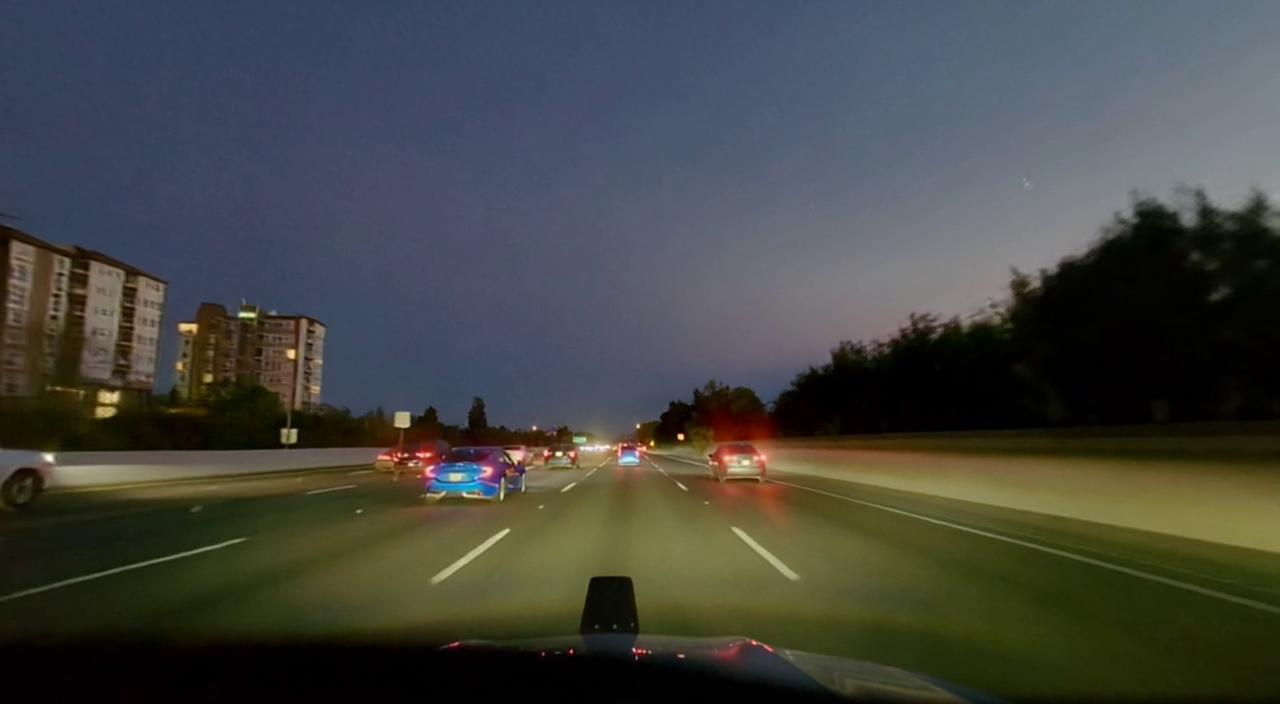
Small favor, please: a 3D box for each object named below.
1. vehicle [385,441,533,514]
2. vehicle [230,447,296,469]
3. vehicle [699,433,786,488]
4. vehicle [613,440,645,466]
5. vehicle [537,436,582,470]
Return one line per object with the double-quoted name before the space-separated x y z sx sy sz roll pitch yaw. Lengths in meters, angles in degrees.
"vehicle" -3.958 2.810 14.732 2.124 1.426 4.444 0 -8 0
"vehicle" -26.264 7.392 44.246 1.816 1.457 4.598 0 -8 0
"vehicle" 3.334 3.628 21.516 2.061 1.658 4.417 0 -8 -2
"vehicle" -0.739 6.701 42.177 2.053 1.650 3.945 0 -8 -1
"vehicle" -4.545 5.801 36.427 2.044 1.774 4.329 0 -8 -1
